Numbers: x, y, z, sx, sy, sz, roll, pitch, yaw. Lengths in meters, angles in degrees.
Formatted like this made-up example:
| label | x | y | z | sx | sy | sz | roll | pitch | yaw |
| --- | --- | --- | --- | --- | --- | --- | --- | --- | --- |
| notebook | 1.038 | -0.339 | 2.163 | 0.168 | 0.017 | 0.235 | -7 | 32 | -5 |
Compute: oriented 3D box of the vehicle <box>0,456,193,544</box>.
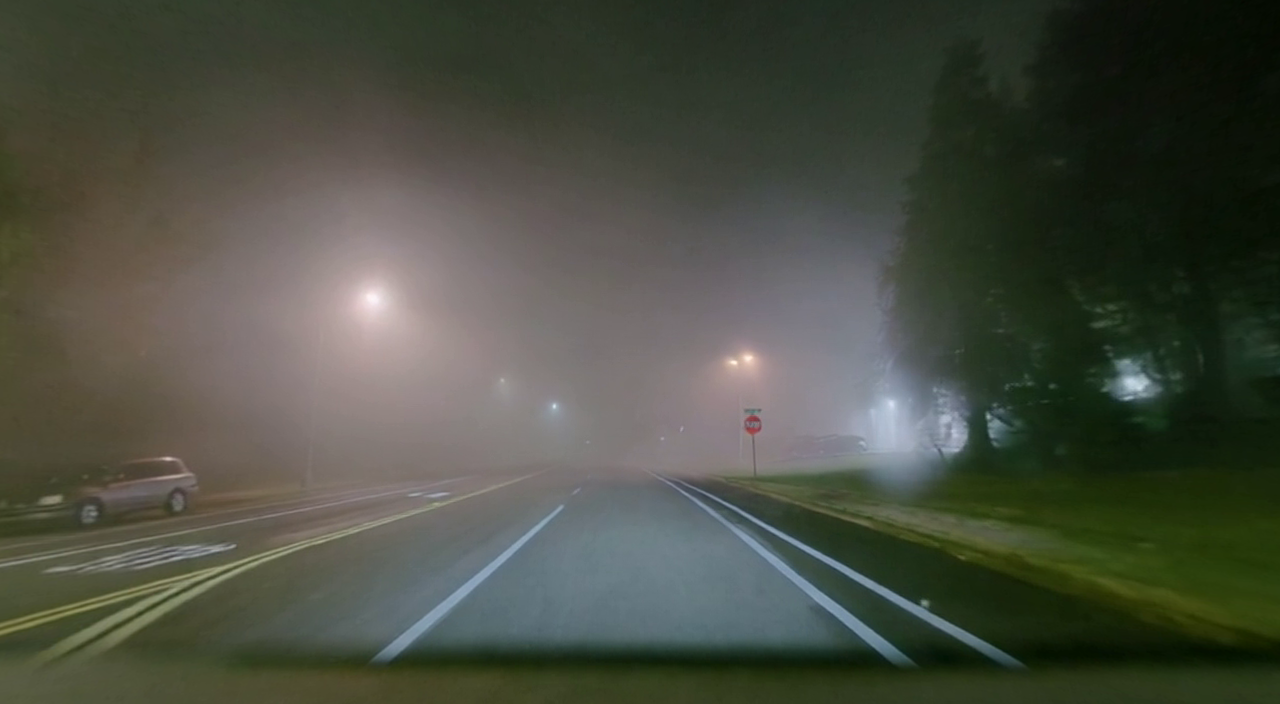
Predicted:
| label | x | y | z | sx | sy | sz | roll | pitch | yaw |
| --- | --- | --- | --- | --- | --- | --- | --- | --- | --- |
| vehicle | -12.894 | 3.347 | 14.717 | 1.952 | 1.632 | 4.200 | -5 | -9 | -2 |
